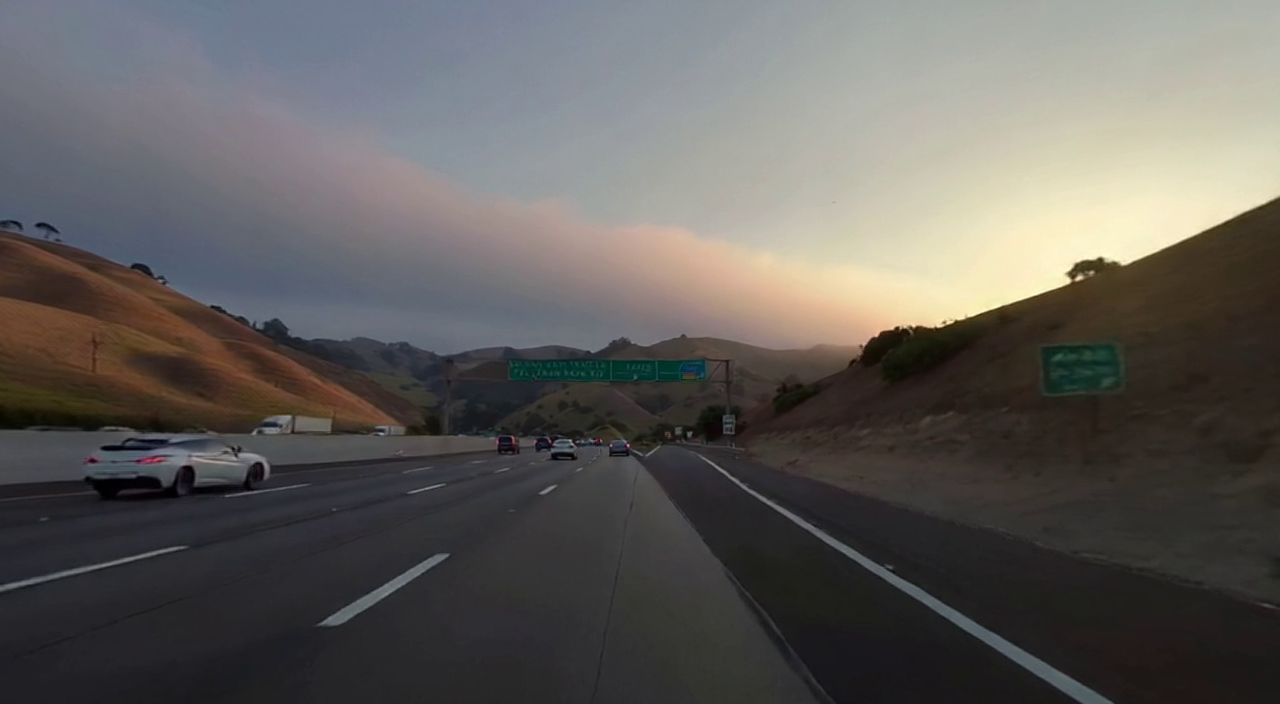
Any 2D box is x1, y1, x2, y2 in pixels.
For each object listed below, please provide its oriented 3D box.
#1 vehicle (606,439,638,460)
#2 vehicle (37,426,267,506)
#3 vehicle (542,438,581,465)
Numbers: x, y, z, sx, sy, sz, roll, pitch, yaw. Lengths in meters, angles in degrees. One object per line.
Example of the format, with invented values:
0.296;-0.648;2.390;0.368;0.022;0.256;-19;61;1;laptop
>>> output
-1.438;7.679;49.566;2.421;1.594;4.248;0;-9;-2;vehicle
-11.504;2.710;15.382;2.047;1.645;4.451;0;-9;0;vehicle
-5.092;6.509;41.370;2.060;1.631;4.214;0;-9;-1;vehicle
